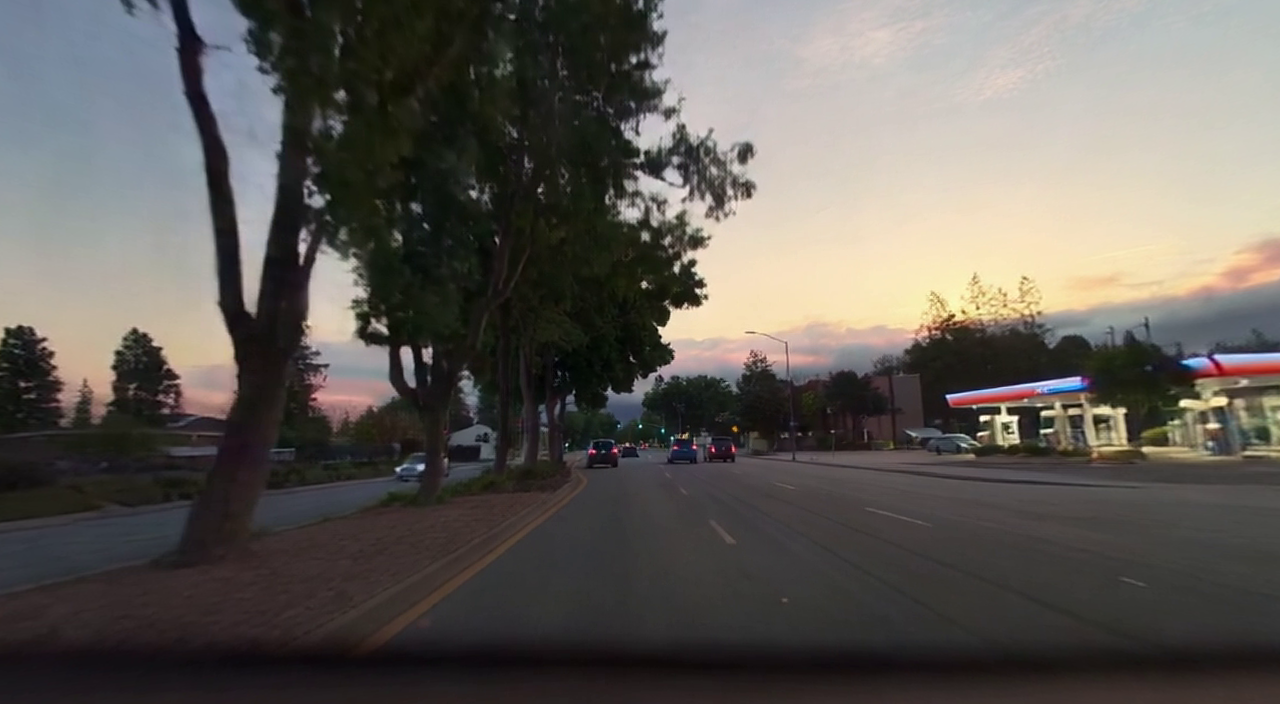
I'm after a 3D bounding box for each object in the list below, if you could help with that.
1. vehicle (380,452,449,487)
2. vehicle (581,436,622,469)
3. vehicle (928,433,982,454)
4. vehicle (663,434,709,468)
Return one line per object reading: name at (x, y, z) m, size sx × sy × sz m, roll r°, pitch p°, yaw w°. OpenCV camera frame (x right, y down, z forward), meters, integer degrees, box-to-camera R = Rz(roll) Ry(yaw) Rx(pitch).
vehicle at (-11.917, 6.224, 33.694) m, size 1.934 × 1.674 × 4.445 m, roll 0°, pitch -8°, yaw 1°
vehicle at (-2.379, 6.057, 38.235) m, size 2.261 × 1.820 × 4.255 m, roll 1°, pitch -9°, yaw -6°
vehicle at (24.140, 7.045, 48.528) m, size 1.805 × 1.460 × 4.326 m, roll 0°, pitch -9°, yaw -2°
vehicle at (2.546, 5.685, 36.239) m, size 2.140 × 1.800 × 4.660 m, roll 0°, pitch -8°, yaw -2°
